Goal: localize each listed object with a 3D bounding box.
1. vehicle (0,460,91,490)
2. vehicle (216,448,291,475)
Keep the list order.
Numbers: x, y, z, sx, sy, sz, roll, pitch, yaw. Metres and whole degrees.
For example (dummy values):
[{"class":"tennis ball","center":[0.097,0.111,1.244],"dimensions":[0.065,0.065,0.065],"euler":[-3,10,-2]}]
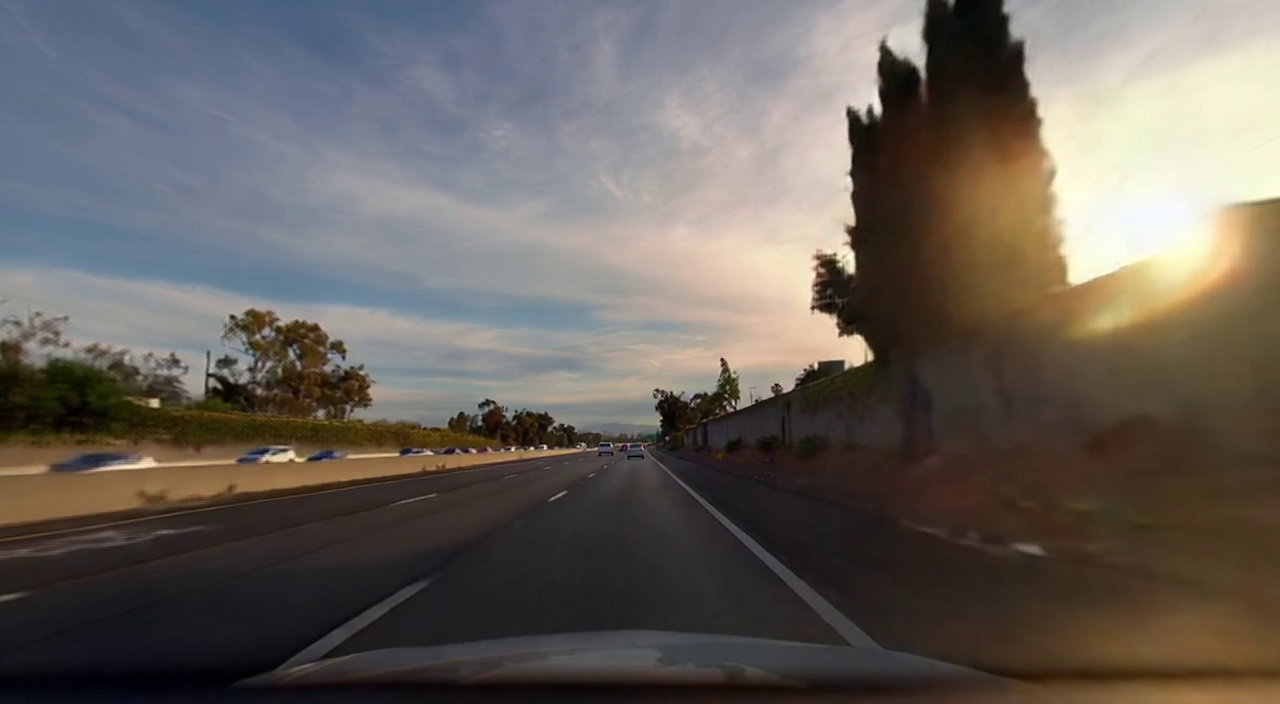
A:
[{"class":"vehicle","center":[-33.360,6.753,34.919],"dimensions":[1.804,1.475,4.380],"euler":[0,-9,0]},{"class":"vehicle","center":[-26.143,7.395,42.803],"dimensions":[2.050,1.749,4.770],"euler":[0,-9,1]}]
